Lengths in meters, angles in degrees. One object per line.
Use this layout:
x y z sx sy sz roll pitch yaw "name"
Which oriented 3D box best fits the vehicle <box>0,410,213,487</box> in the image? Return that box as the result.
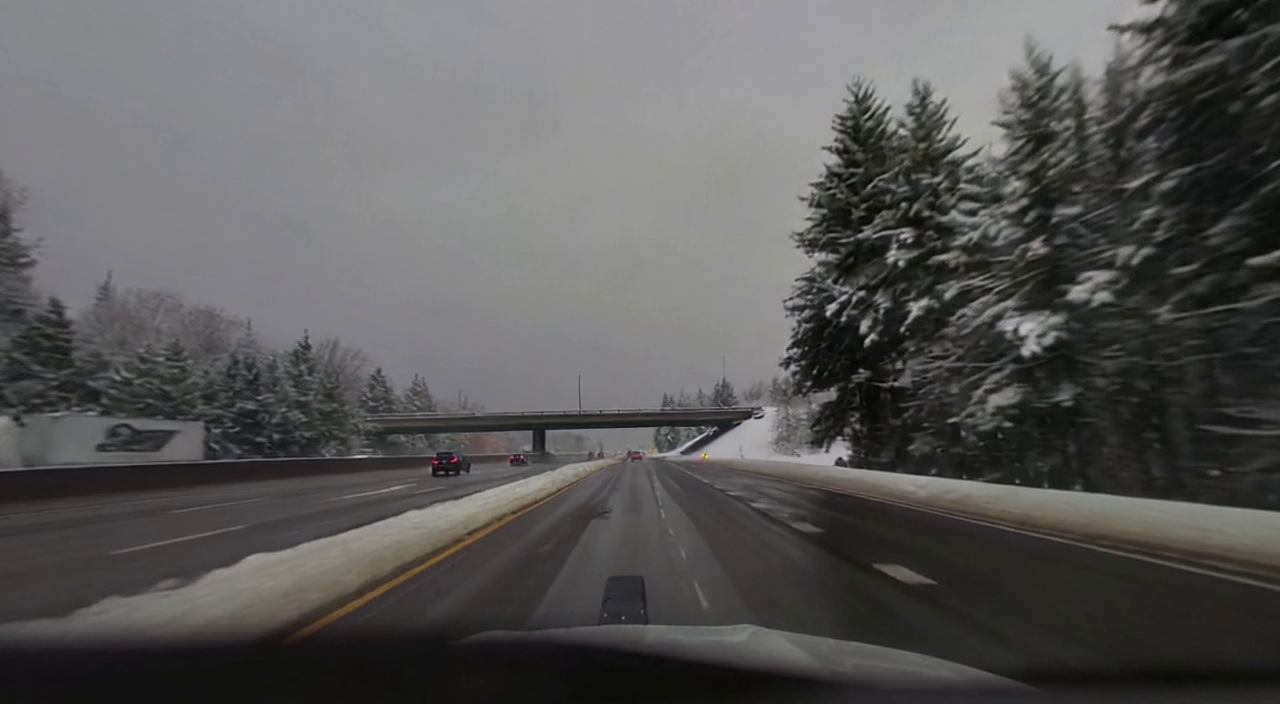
-33.039 5.975 39.020 2.832 3.818 14.586 2 -9 1 "vehicle"
